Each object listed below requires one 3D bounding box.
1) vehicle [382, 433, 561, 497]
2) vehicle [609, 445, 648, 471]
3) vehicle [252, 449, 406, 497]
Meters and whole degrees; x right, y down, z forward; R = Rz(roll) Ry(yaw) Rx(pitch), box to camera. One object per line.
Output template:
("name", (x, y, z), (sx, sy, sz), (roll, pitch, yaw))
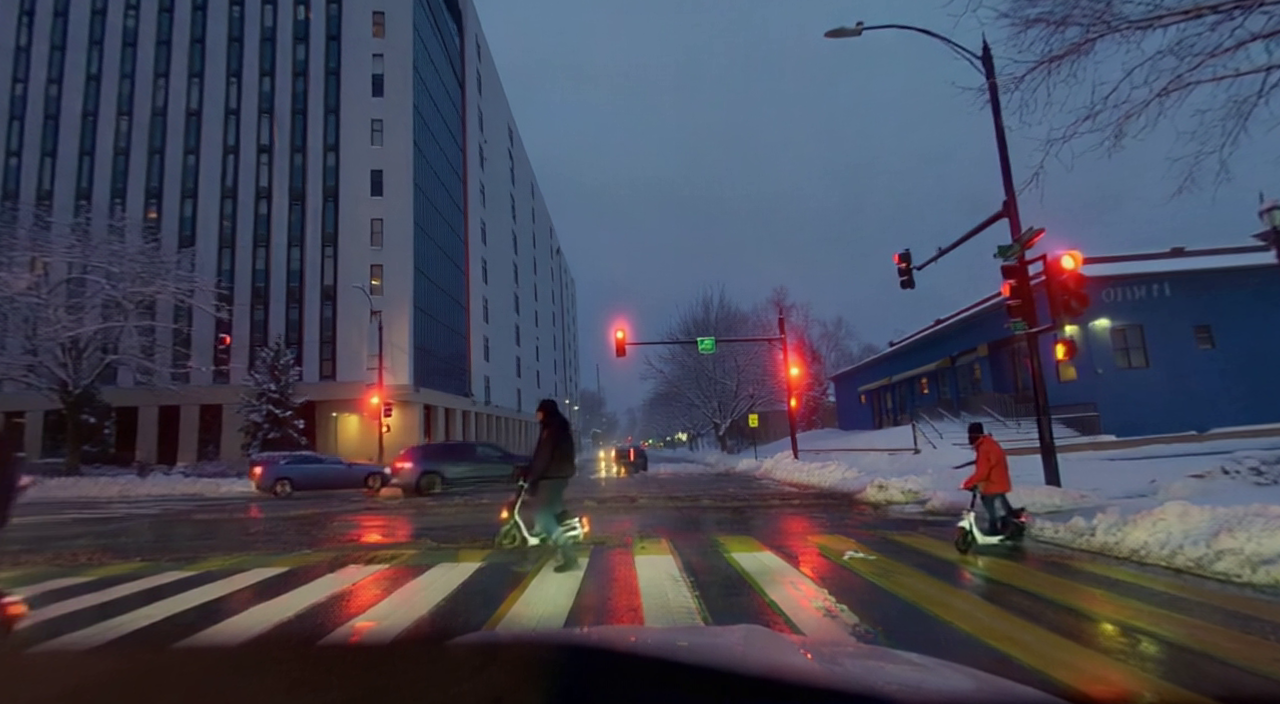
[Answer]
("vehicle", (-5.077, 3.376, 19.275), (4.802, 1.724, 2.122), (5, -10, -31))
("vehicle", (-0.691, 6.923, 41.528), (2.051, 1.616, 4.641), (-1, -8, 5))
("vehicle", (-10.598, 4.109, 21.874), (4.485, 1.463, 2.075), (3, -9, -23))
